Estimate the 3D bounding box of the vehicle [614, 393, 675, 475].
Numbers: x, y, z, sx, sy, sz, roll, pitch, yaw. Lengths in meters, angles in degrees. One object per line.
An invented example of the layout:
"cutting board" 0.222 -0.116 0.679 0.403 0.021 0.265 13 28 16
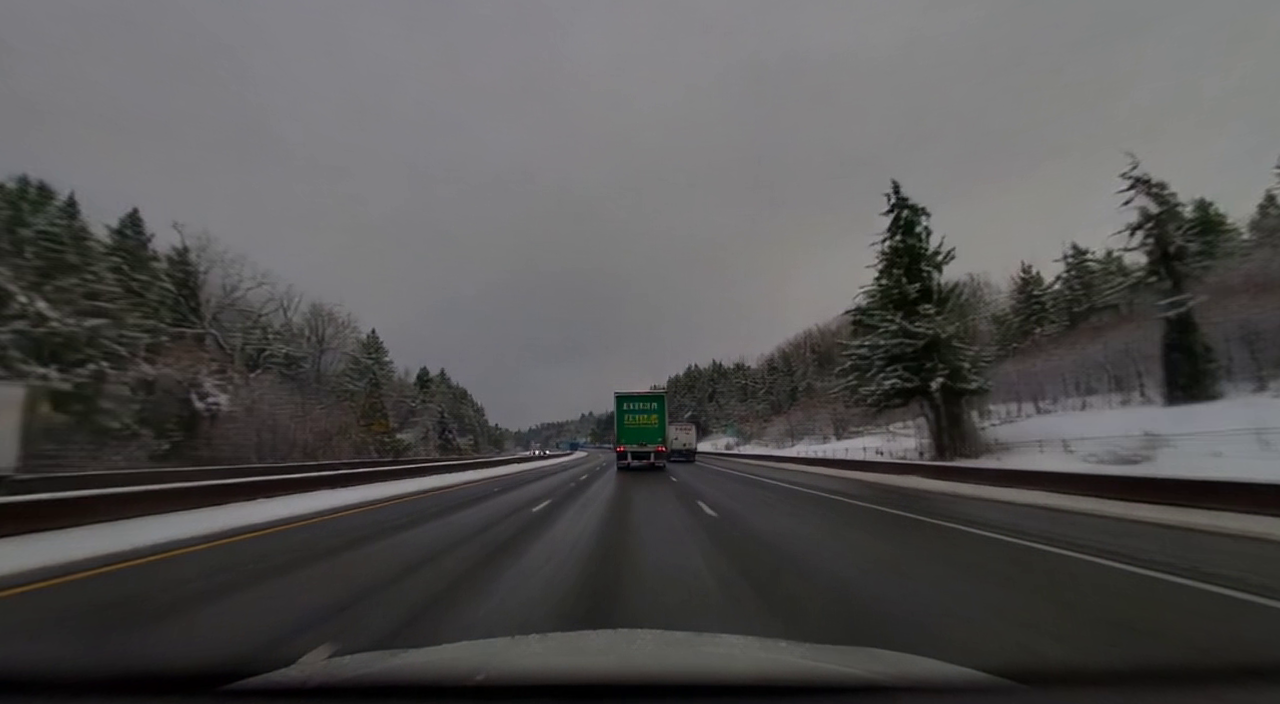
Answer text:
"vehicle" 0.203 4.957 37.006 3.057 4.073 10.792 0 -9 0
